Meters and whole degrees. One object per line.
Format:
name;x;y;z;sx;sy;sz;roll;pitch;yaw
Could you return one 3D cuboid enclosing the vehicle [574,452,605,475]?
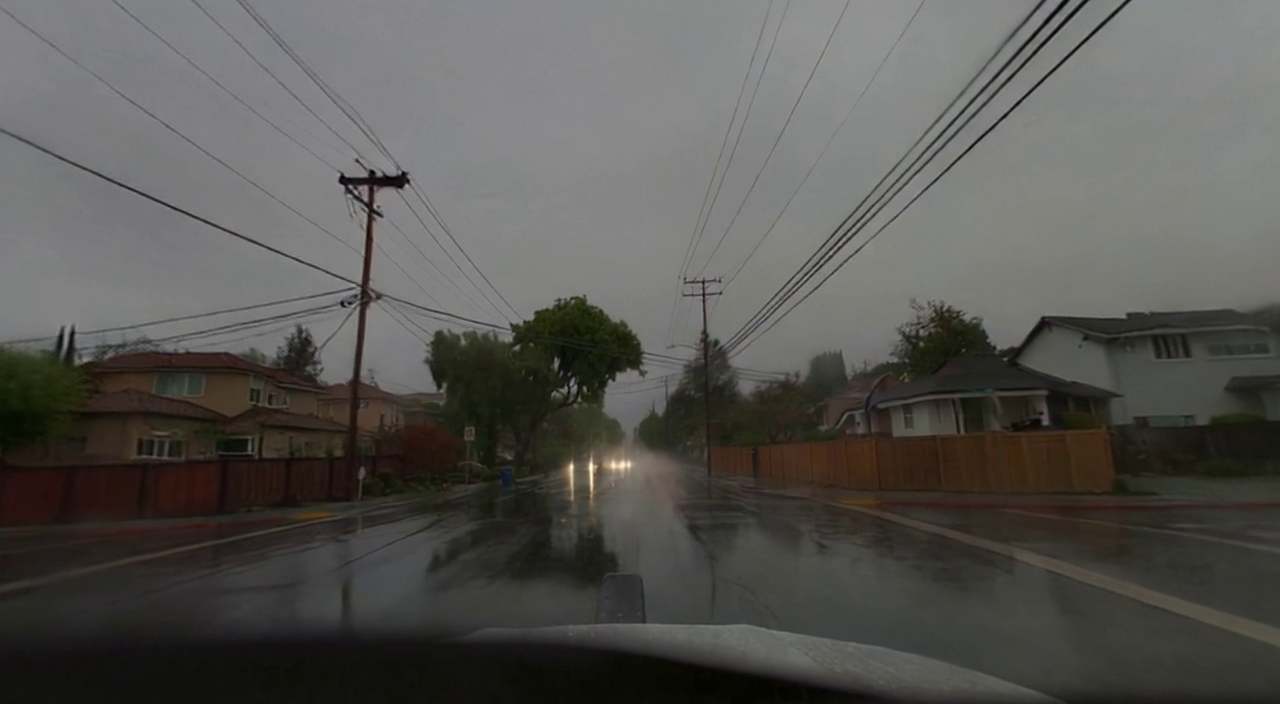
vehicle;-3.762;8.392;47.711;1.935;1.595;3.972;0;-8;1
